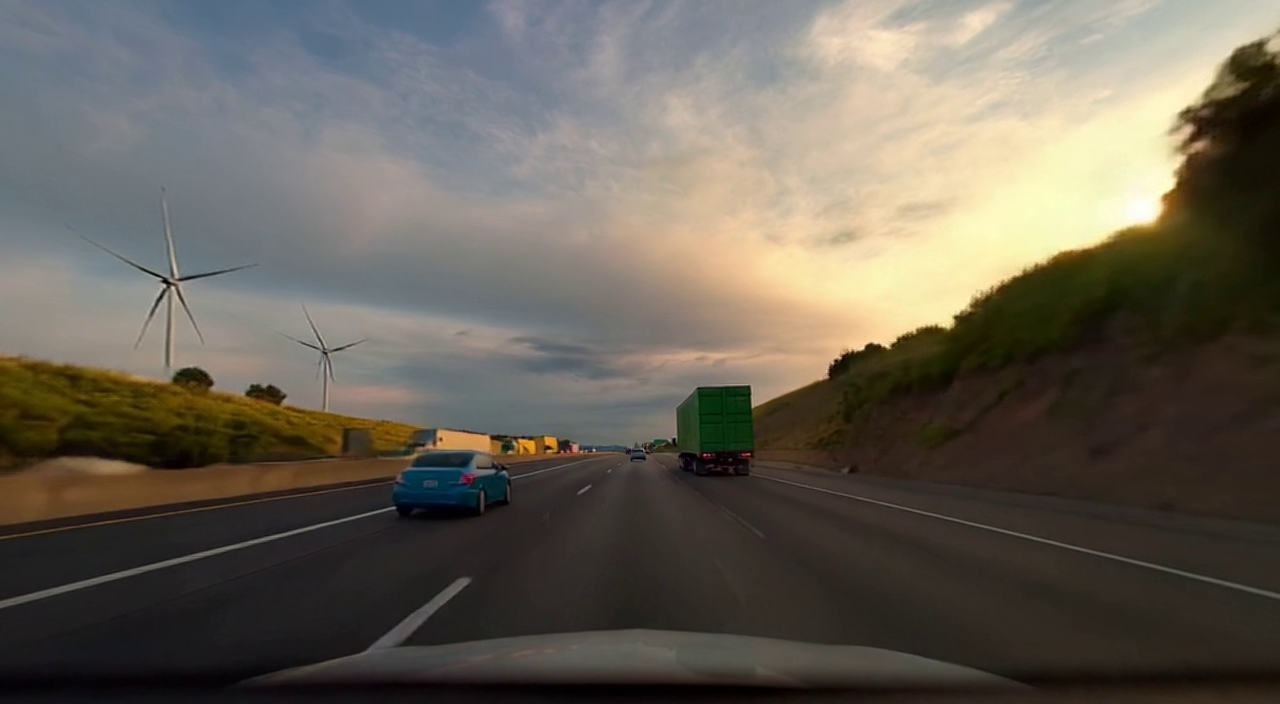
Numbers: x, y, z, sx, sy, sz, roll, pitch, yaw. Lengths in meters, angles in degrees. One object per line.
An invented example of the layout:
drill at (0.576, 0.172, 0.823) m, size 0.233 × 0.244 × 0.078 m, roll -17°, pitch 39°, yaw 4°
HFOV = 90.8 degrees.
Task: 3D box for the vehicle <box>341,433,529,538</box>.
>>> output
vehicle at (-3.352, 2.265, 11.299) m, size 1.952 × 1.521 × 4.095 m, roll 0°, pitch -9°, yaw 0°

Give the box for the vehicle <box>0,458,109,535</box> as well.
vehicle at (-12.835, 2.782, 12.260) m, size 1.777 × 1.394 × 3.724 m, roll 0°, pitch -9°, yaw -1°

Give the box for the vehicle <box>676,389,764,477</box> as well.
vehicle at (4.009, 4.703, 35.466) m, size 2.947 × 3.989 × 13.568 m, roll 0°, pitch -9°, yaw -1°

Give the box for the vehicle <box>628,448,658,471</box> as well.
vehicle at (0.166, 7.099, 41.951) m, size 1.931 × 1.453 × 3.695 m, roll 0°, pitch -9°, yaw -1°
